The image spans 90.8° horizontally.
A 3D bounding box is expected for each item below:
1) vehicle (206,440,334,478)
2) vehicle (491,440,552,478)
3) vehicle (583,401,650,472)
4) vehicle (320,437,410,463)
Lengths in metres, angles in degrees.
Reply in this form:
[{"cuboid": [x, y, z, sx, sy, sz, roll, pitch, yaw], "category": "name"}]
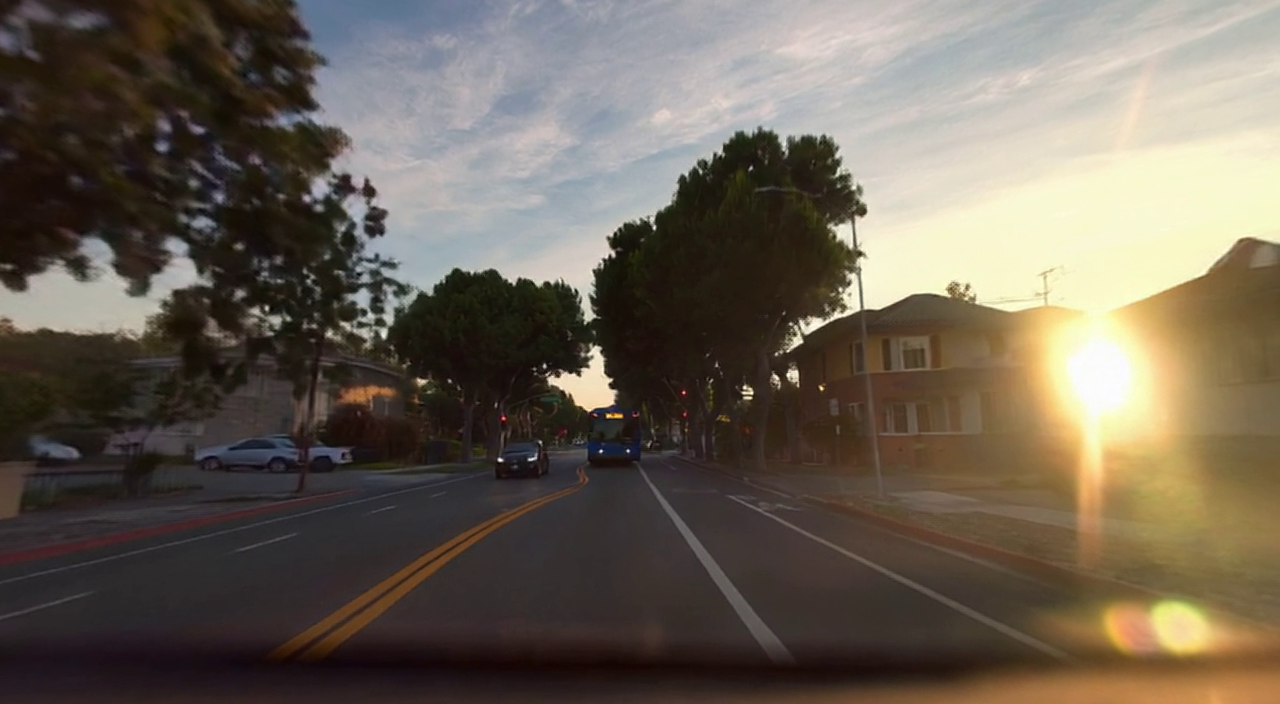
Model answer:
[{"cuboid": [-16.352, 4.738, 28.111, 4.481, 1.591, 1.807, 0, -8, -3], "category": "vehicle"}, {"cuboid": [-4.974, 4.544, 27.041, 1.925, 1.489, 4.235, 0, -8, -2], "category": "vehicle"}, {"cuboid": [-1.164, 4.946, 36.724, 3.031, 3.200, 13.052, 3, -8, 0], "category": "vehicle"}, {"cuboid": [-17.279, 6.215, 39.903, 4.778, 1.565, 1.919, 0, -11, -2], "category": "vehicle"}]
